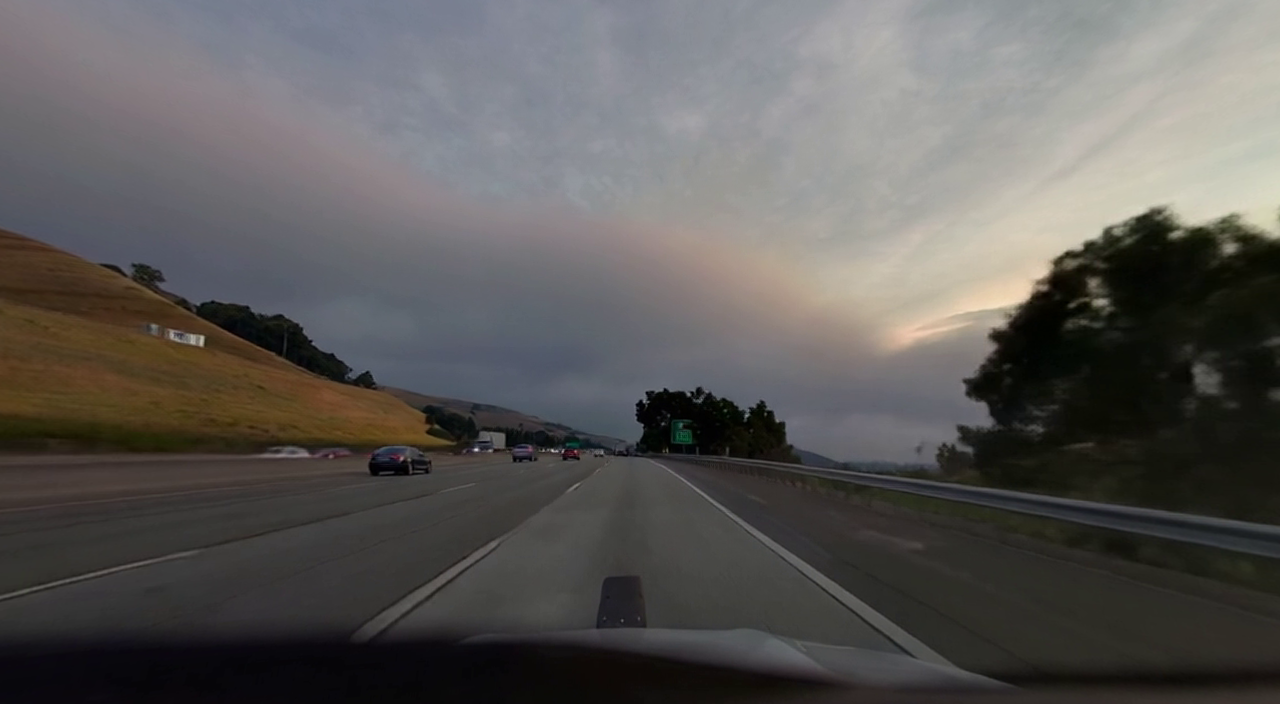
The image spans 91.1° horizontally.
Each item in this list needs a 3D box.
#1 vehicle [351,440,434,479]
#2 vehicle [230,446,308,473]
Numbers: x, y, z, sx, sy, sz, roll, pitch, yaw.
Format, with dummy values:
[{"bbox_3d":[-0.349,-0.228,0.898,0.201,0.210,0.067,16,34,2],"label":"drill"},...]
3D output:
[{"bbox_3d":[-11.305,4.928,29.059,2.001,1.625,4.528,0,-9,0],"label":"vehicle"},{"bbox_3d":[-22.059,6.383,37.548,1.908,1.464,4.517,0,-9,0],"label":"vehicle"}]
